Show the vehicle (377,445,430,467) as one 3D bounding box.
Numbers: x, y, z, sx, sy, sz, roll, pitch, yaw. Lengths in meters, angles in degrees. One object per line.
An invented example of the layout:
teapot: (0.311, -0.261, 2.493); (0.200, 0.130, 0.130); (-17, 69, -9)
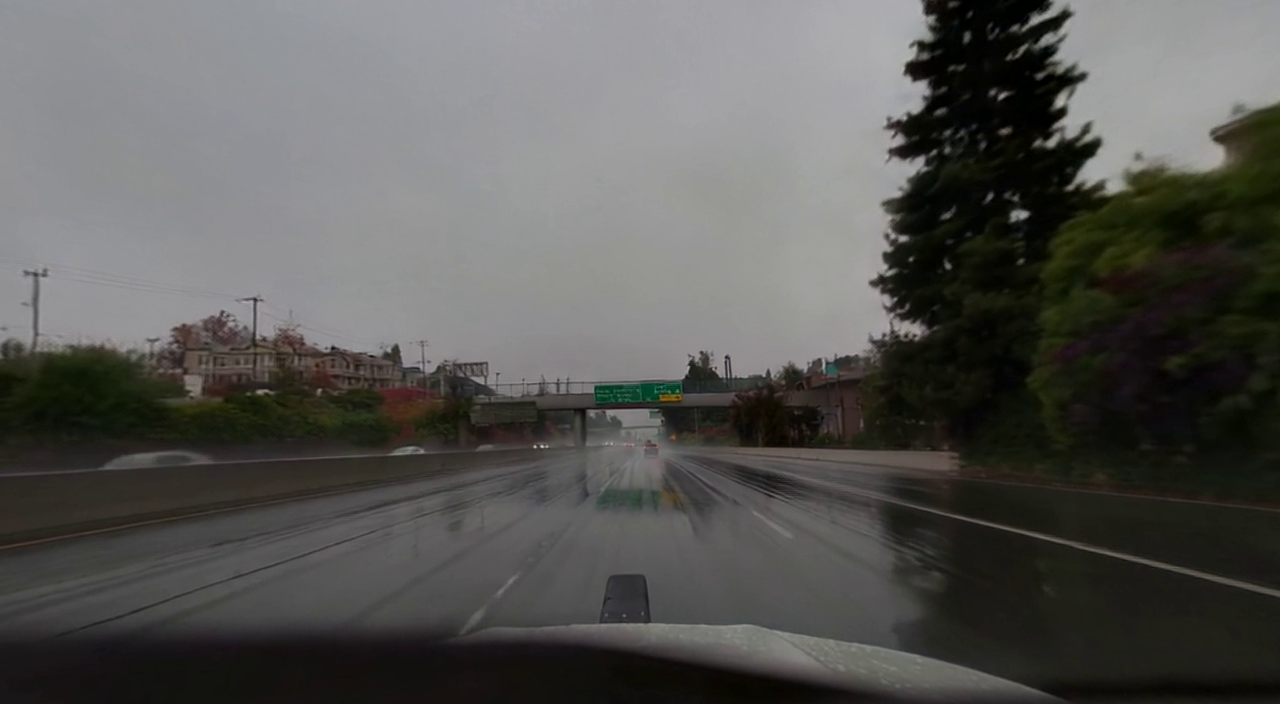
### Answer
vehicle: (-17.224, 7.598, 46.231); (2.042, 1.464, 4.538); (0, -8, 2)

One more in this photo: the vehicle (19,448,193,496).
vehicle: (-18.247, 4.099, 21.939); (1.956, 1.444, 4.602); (0, -8, 1)
